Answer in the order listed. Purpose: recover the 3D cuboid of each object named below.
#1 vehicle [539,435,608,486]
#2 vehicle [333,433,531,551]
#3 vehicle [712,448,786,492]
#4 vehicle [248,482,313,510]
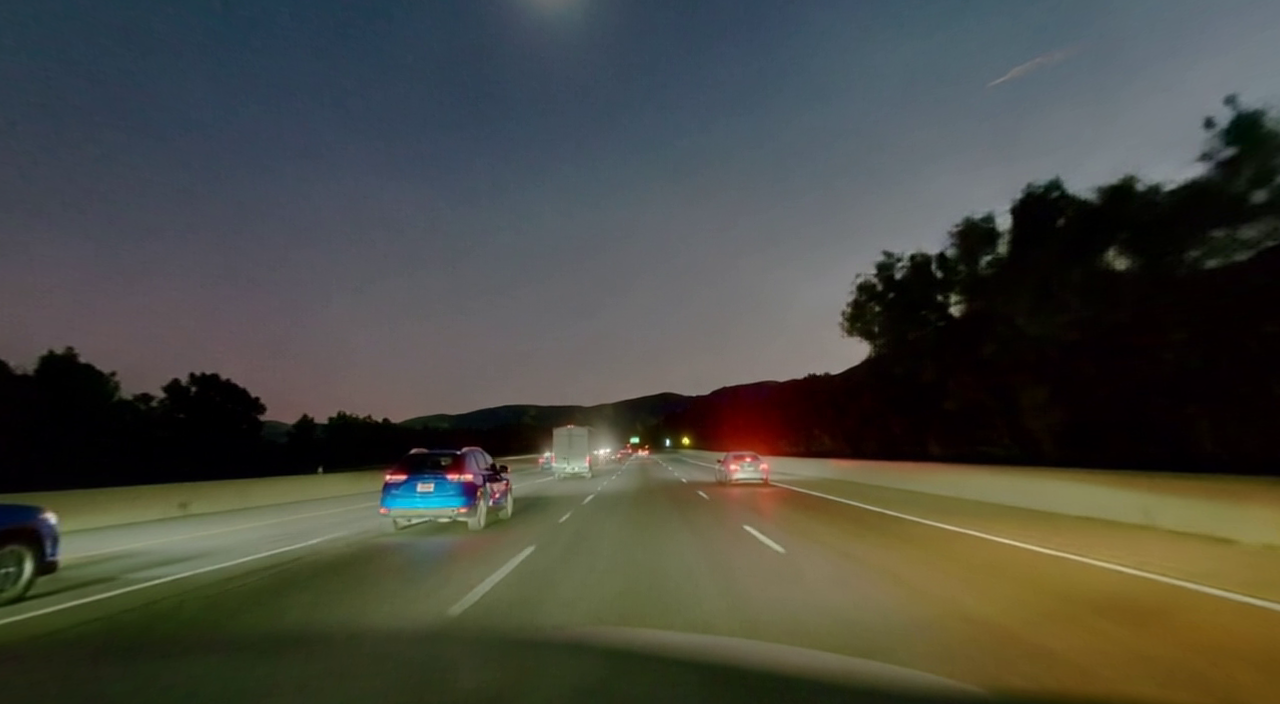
[{"bbox_3d":[-2.987,5.080,29.790,2.494,2.136,5.539,0,-9,2],"label":"vehicle"},{"bbox_3d":[-3.432,2.391,11.429,2.080,1.716,4.207,0,-9,1],"label":"vehicle"},{"bbox_3d":[4.185,4.591,24.934,2.071,1.570,4.637,0,-9,0],"label":"vehicle"},{"bbox_3d":[-27.948,11.188,49.225,2.017,1.720,5.219,0,-8,0],"label":"vehicle"}]
